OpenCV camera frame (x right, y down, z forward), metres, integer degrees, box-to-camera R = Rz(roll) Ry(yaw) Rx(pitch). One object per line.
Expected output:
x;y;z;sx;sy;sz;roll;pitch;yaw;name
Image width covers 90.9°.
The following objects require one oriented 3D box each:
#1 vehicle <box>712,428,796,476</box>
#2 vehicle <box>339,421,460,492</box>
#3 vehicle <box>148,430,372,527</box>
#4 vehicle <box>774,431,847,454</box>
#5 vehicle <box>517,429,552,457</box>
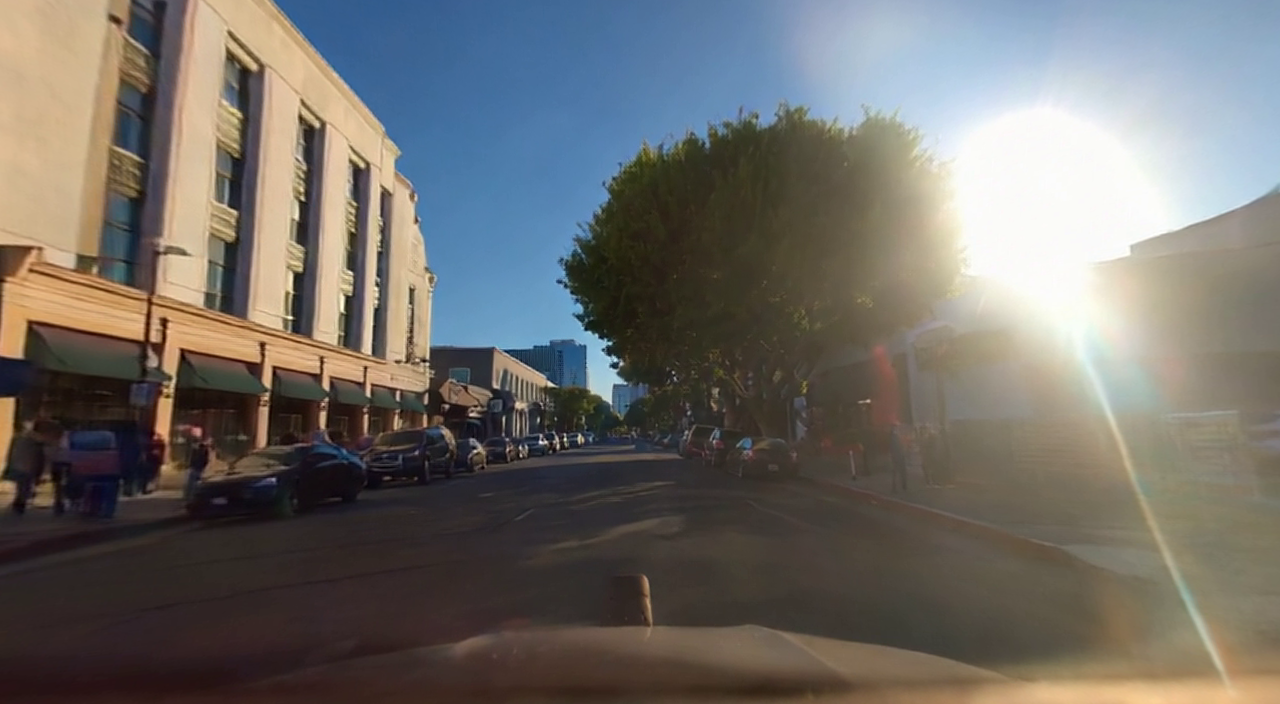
3.892;3.520;22.452;1.973;1.494;4.867;0;-8;-1;vehicle
-7.303;3.163;19.776;2.238;1.891;4.780;-1;-7;-4;vehicle
-7.244;2.393;12.732;1.917;1.487;4.659;-2;-8;-4;vehicle
11.928;6.354;44.136;4.499;1.558;2.007;-5;-9;28;vehicle
-7.702;6.788;46.504;1.996;1.770;5.518;-2;-10;-4;vehicle
